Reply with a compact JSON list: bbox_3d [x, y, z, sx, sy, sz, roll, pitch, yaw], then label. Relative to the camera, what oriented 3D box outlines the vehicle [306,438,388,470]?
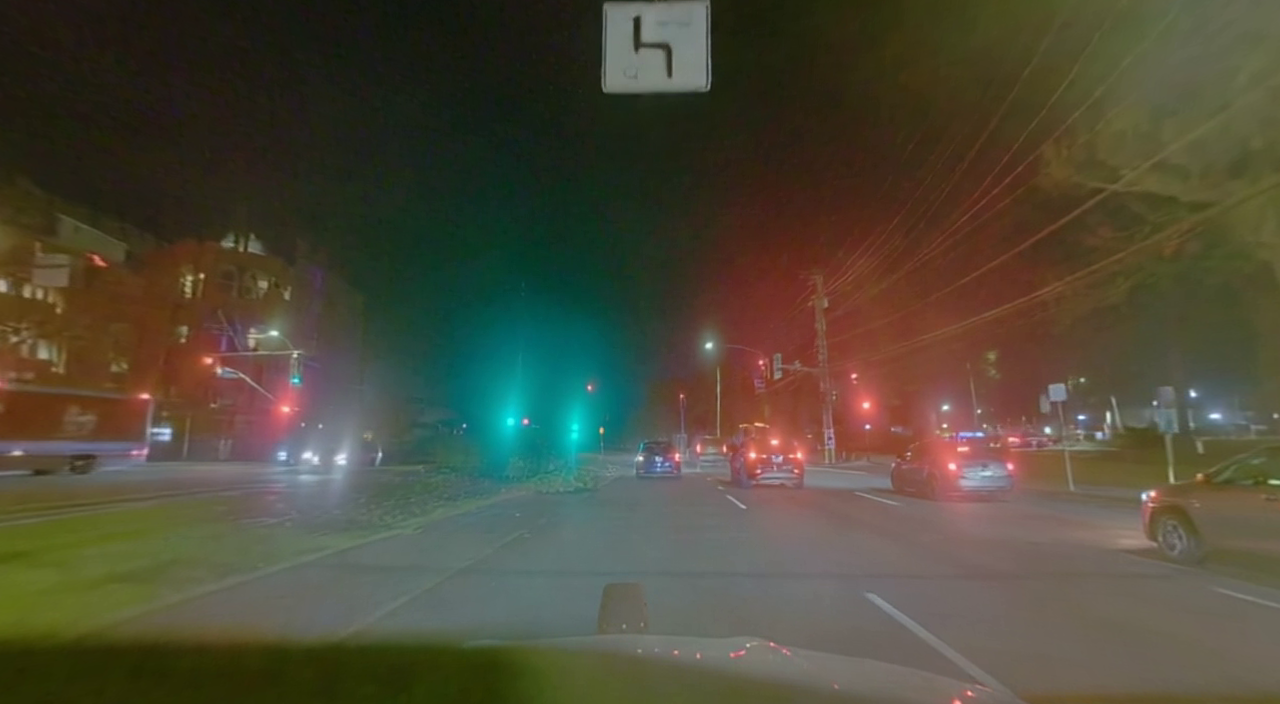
[{"bbox_3d":[-14.184,4.955,30.833,1.827,1.469,4.476,0,-8,0],"label":"vehicle"}]

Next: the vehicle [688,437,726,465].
[{"bbox_3d":[4.155,6.220,39.647,1.896,1.612,4.203,0,-8,0],"label":"vehicle"}]

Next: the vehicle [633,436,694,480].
[{"bbox_3d":[0.861,4.063,24.463,2.168,1.527,4.174,0,-8,1],"label":"vehicle"}]

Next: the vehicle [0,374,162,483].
[{"bbox_3d":[-21.321,2.345,19.308,3.354,3.314,12.985,0,-8,-1],"label":"vehicle"}]

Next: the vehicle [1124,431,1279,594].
[{"bbox_3d":[6.782,1.405,5.309,1.866,1.471,4.478,0,-8,0],"label":"vehicle"}]

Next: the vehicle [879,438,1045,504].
[{"bbox_3d":[8.092,3.012,16.459,1.882,1.463,4.543,0,-8,-1],"label":"vehicle"}]

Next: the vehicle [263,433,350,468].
[{"bbox_3d":[-17.984,5.331,34.332,2.076,1.762,4.895,0,-8,0],"label":"vehicle"}]

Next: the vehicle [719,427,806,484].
[{"bbox_3d":[4.223,3.667,22.653,2.119,1.810,4.848,0,-8,-1],"label":"vehicle"}]
